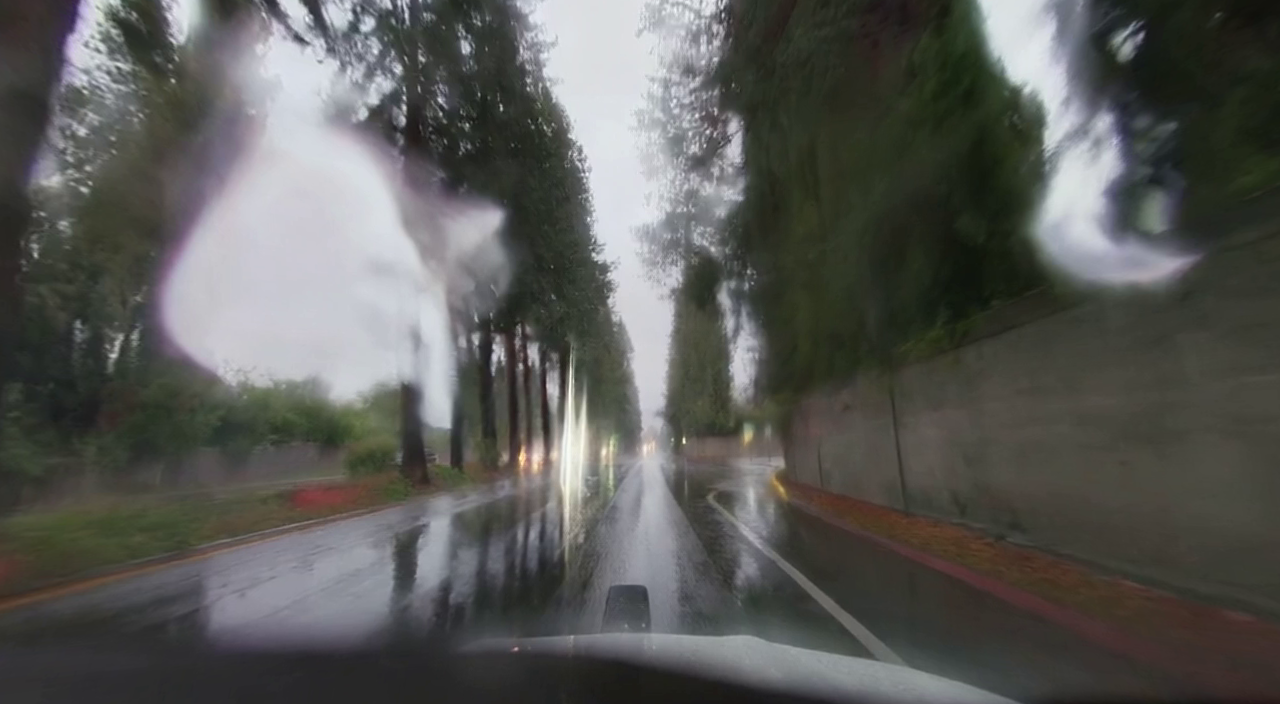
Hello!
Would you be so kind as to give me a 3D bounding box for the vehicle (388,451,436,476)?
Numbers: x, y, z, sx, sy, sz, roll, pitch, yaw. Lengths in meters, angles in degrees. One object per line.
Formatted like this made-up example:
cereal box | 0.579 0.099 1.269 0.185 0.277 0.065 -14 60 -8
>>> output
vehicle | -17.799 8.689 49.472 1.975 1.815 4.629 0 -8 1
